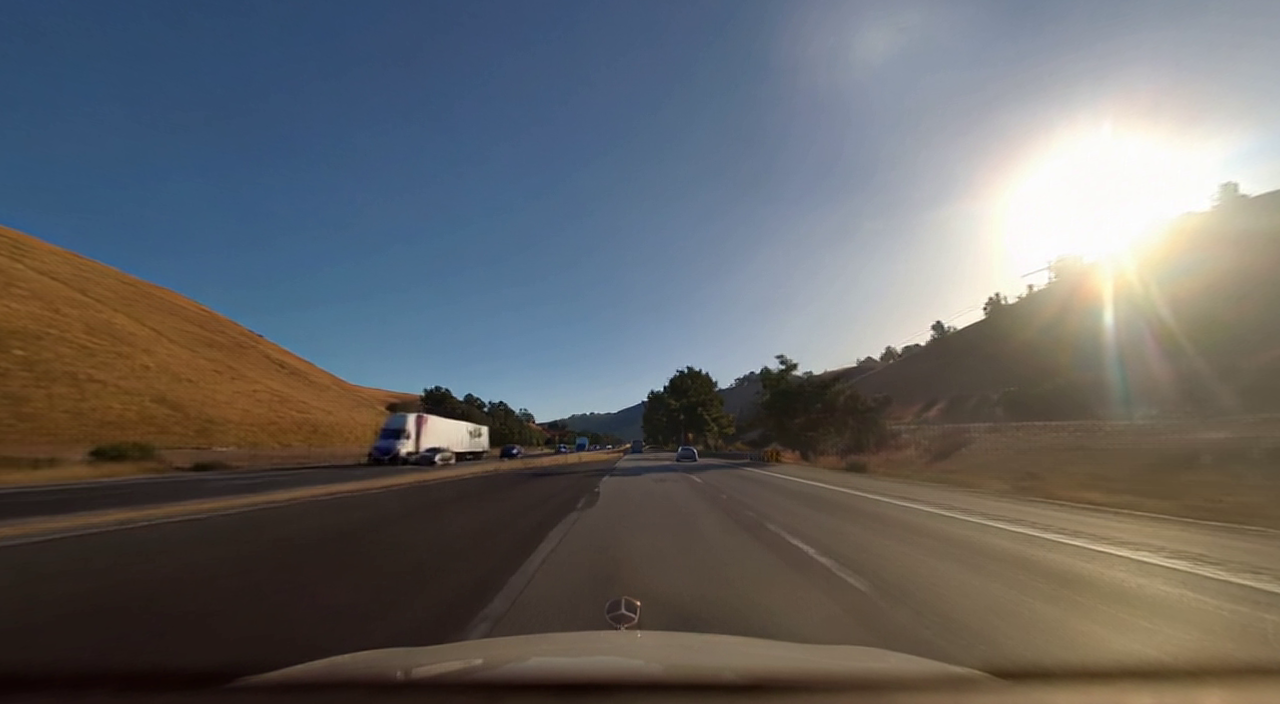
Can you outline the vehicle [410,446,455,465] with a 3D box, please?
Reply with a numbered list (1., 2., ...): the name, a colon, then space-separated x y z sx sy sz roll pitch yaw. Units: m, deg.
1. vehicle: -16.305 8.132 49.669 1.888 1.462 4.599 -1 -8 2
